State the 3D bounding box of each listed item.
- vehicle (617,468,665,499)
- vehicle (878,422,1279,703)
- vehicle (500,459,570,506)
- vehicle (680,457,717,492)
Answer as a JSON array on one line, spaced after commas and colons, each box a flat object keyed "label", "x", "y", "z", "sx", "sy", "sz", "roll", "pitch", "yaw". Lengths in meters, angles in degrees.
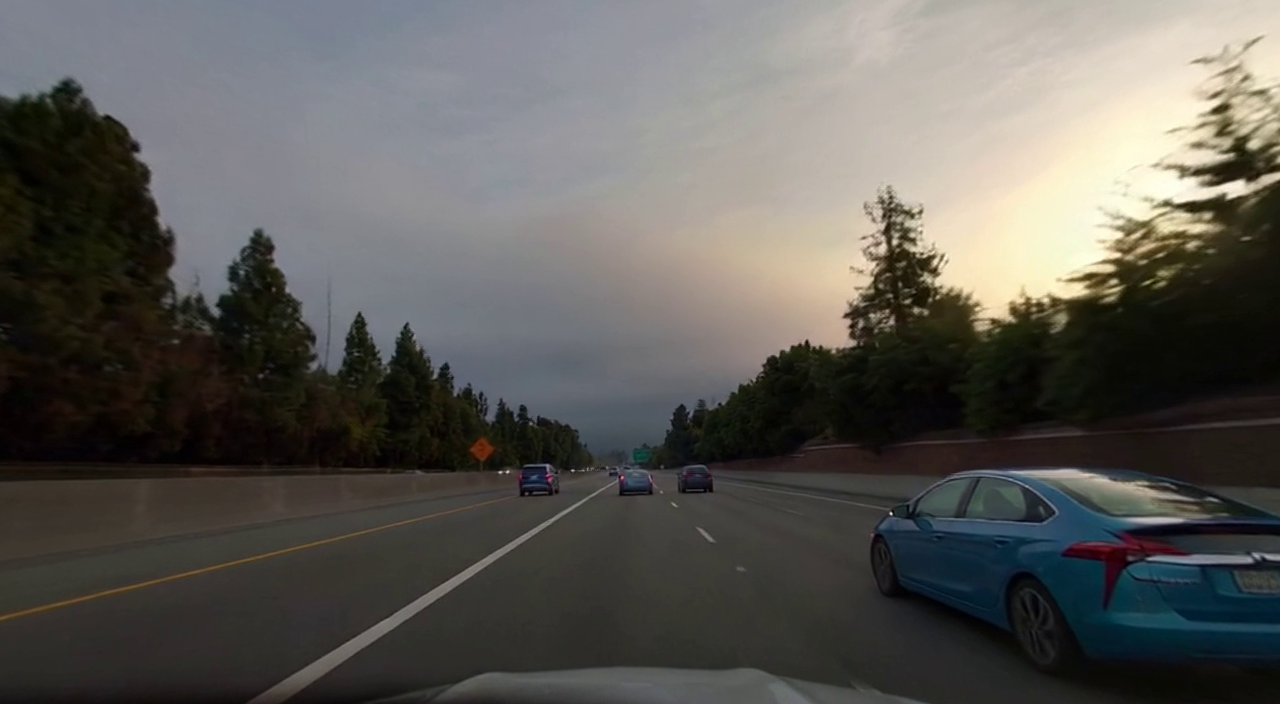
[{"label": "vehicle", "x": 0.028, "y": 6.579, "z": 31.736, "sx": 2.241, "sy": 1.425, "sz": 3.973, "roll": 1, "pitch": -10, "yaw": 0}, {"label": "vehicle", "x": 3.528, "y": 1.455, "z": 4.724, "sx": 1.938, "sy": 1.561, "sz": 3.786, "roll": 1, "pitch": -10, "yaw": -1}, {"label": "vehicle", "x": -4.157, "y": 5.268, "z": 25.662, "sx": 2.021, "sy": 1.706, "sz": 4.247, "roll": 1, "pitch": -10, "yaw": 0}, {"label": "vehicle", "x": 3.870, "y": 8.188, "z": 42.149, "sx": 2.030, "sy": 2.172, "sz": 3.621, "roll": 1, "pitch": -10, "yaw": -1}]
